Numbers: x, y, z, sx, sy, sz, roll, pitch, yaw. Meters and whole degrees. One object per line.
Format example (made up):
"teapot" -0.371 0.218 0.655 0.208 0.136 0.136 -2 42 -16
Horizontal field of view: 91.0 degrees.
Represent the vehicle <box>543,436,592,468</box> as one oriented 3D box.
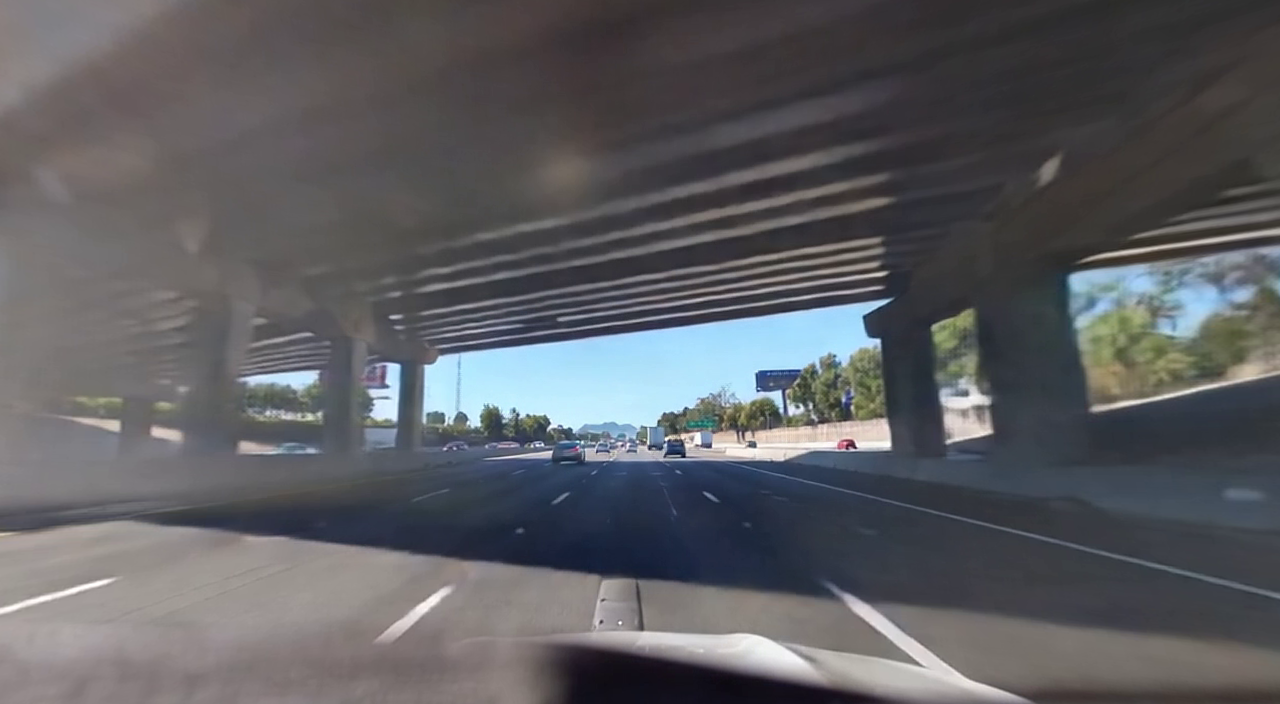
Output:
"vehicle" -3.650 5.124 32.403 2.066 1.500 4.415 0 -8 -1
